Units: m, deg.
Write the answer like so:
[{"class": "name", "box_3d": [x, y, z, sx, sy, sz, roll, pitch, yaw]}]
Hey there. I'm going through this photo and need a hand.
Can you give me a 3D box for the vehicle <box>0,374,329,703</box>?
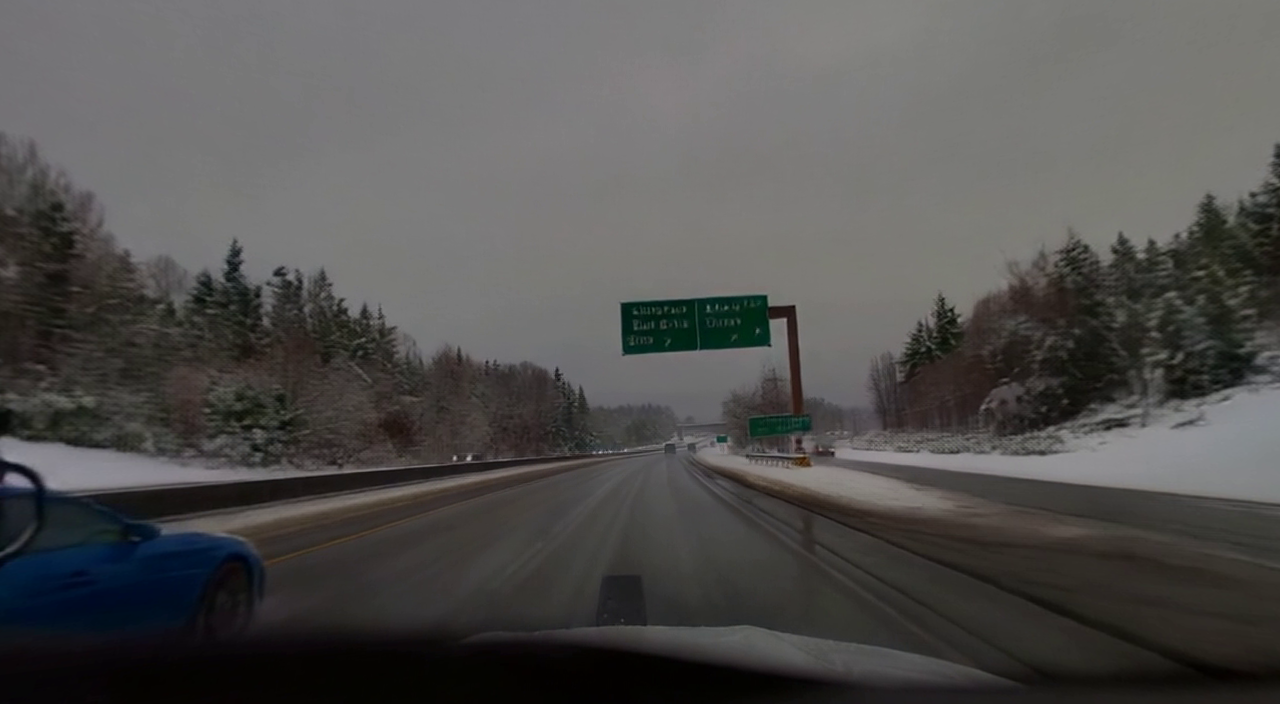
[{"class": "vehicle", "box_3d": [-3.387, 0.890, 2.461, 2.108, 1.557, 4.344, 0, -9, 0]}]
